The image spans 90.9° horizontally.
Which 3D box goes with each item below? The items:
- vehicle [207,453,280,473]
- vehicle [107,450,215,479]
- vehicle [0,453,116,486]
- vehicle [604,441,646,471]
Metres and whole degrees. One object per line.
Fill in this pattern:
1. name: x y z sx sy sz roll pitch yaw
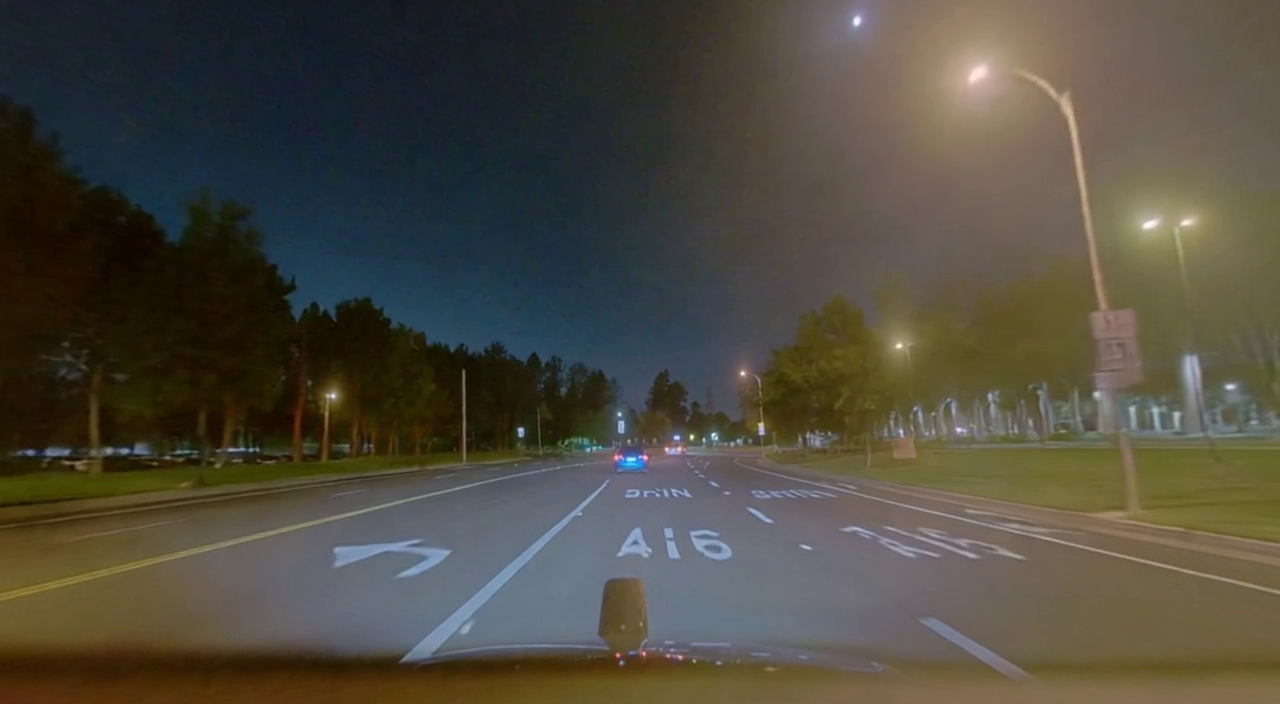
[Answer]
1. vehicle: -30.098 8.445 47.977 4.309 1.433 1.818 0 -8 -1
2. vehicle: -30.387 7.122 40.129 4.923 1.697 2.209 0 -8 -4
3. vehicle: -30.335 6.047 32.689 4.455 1.566 2.029 0 -8 -2
4. vehicle: -0.724 5.454 33.270 1.978 1.499 3.915 -1 -8 2
